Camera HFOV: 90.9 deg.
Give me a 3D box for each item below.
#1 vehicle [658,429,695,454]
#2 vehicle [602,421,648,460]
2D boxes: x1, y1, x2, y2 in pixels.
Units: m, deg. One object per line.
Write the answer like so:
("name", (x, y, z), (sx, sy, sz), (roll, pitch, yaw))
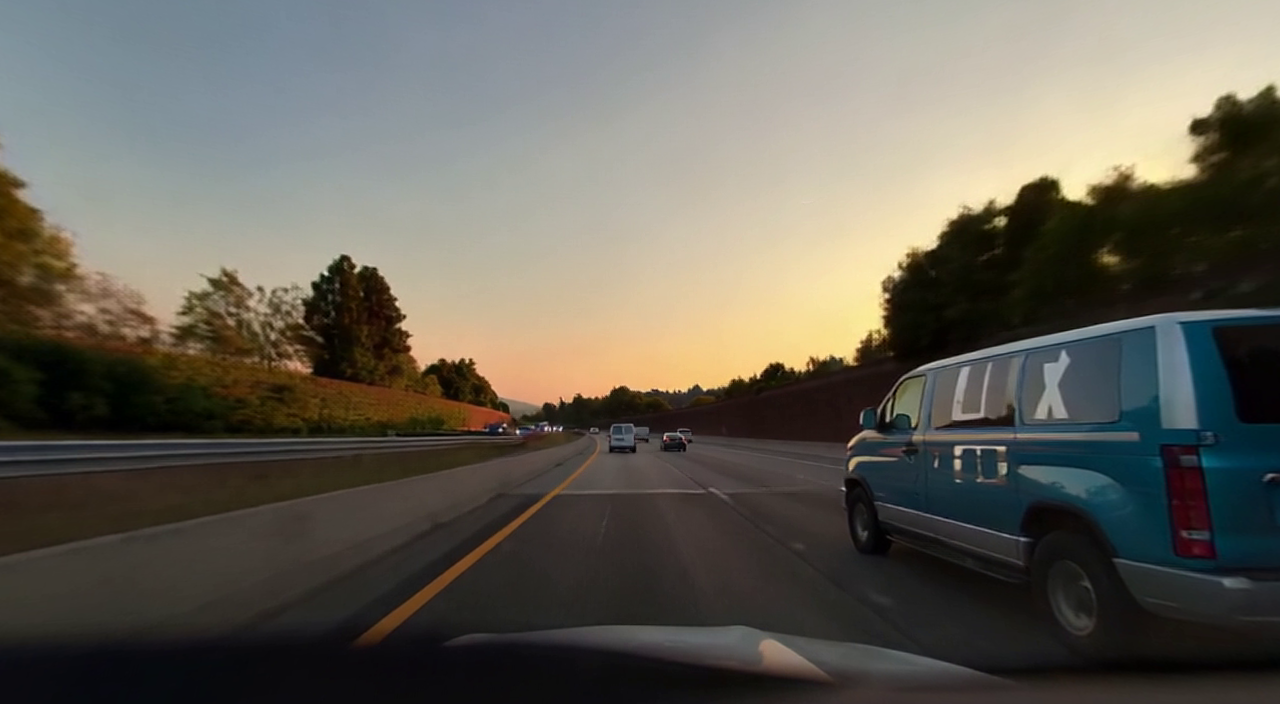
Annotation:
("vehicle", (2.397, 6.032, 42.399), (1.996, 1.589, 3.715), (0, -8, -4))
("vehicle", (-0.862, 4.888, 35.036), (2.403, 1.994, 4.683), (0, -8, -2))
